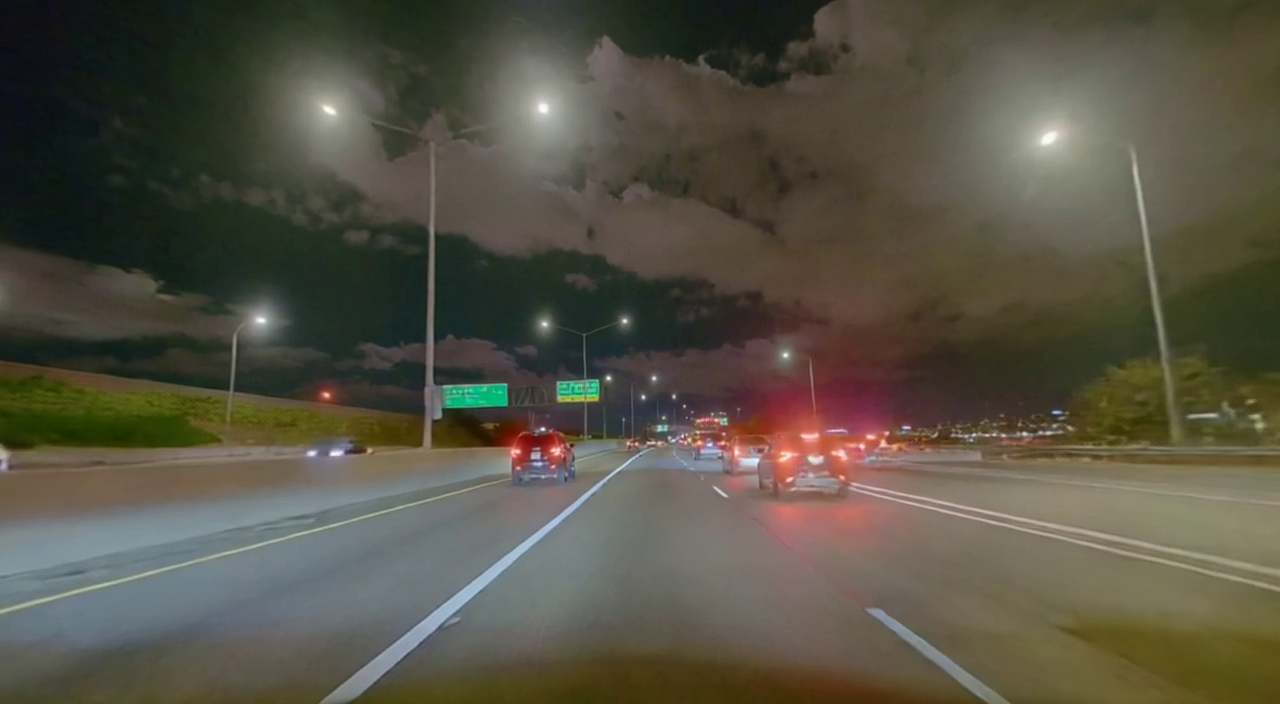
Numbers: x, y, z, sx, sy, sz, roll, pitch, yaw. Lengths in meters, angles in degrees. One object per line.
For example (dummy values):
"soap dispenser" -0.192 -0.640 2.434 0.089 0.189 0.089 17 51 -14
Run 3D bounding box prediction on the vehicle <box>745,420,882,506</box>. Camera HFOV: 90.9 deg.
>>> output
"vehicle" 3.882 2.589 15.056 1.991 1.715 4.455 -1 -9 0

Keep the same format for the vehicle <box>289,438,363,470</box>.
"vehicle" -18.398 5.979 37.203 1.922 1.713 4.461 -1 -9 2

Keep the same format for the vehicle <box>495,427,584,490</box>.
"vehicle" -3.029 3.324 19.952 2.006 1.741 4.277 -1 -9 1
